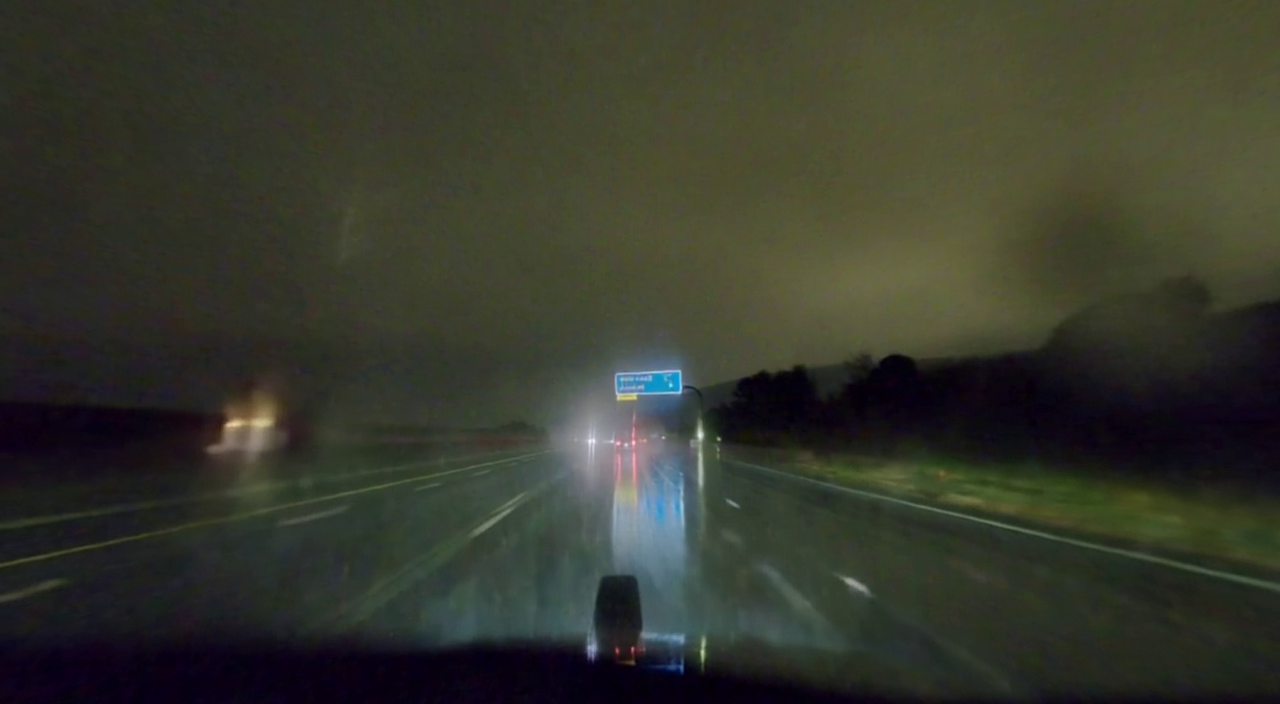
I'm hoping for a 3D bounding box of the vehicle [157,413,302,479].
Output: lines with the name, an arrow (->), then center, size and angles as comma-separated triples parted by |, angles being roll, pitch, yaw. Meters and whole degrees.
vehicle -> -17.734, 4.081, 27.754 | 2.364, 2.534, 5.997 | 0, -8, -1
